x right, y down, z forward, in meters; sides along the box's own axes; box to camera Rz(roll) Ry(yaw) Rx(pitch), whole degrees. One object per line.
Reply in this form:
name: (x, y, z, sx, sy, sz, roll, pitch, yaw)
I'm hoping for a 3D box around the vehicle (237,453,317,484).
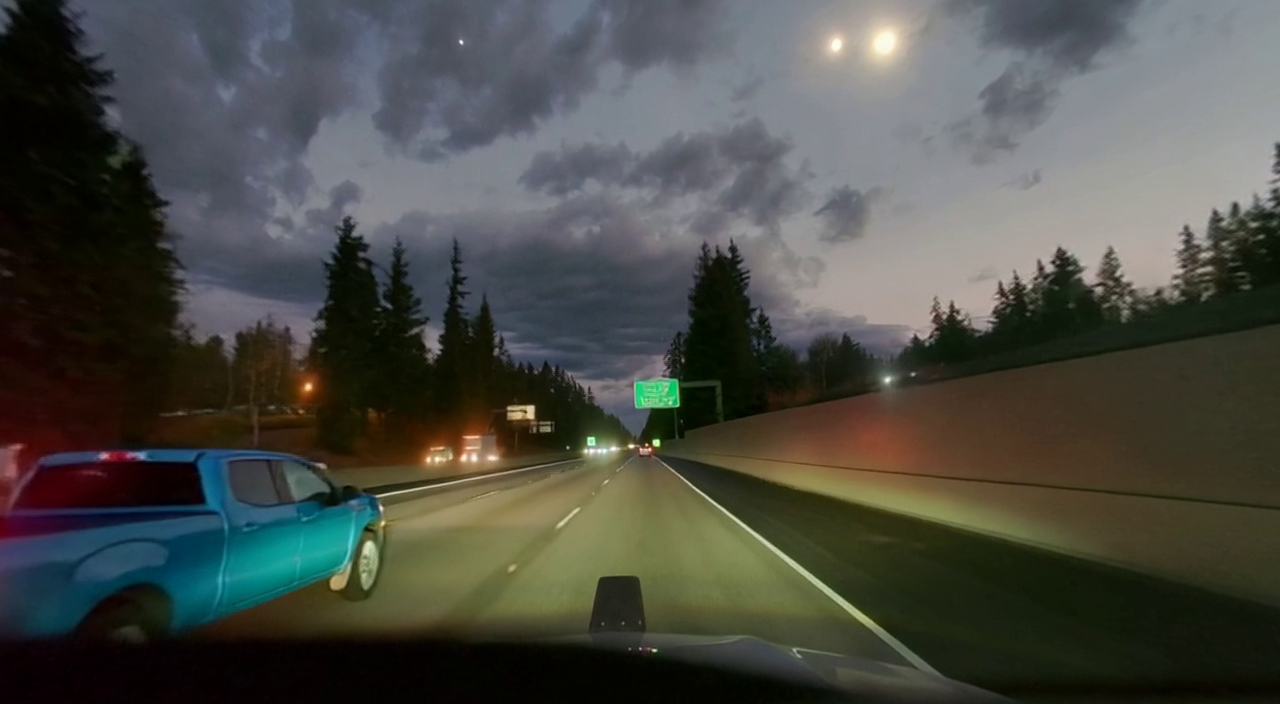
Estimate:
vehicle: (-23.171, 7.399, 40.525, 2.056, 1.728, 5.167, -3, -9, 0)
